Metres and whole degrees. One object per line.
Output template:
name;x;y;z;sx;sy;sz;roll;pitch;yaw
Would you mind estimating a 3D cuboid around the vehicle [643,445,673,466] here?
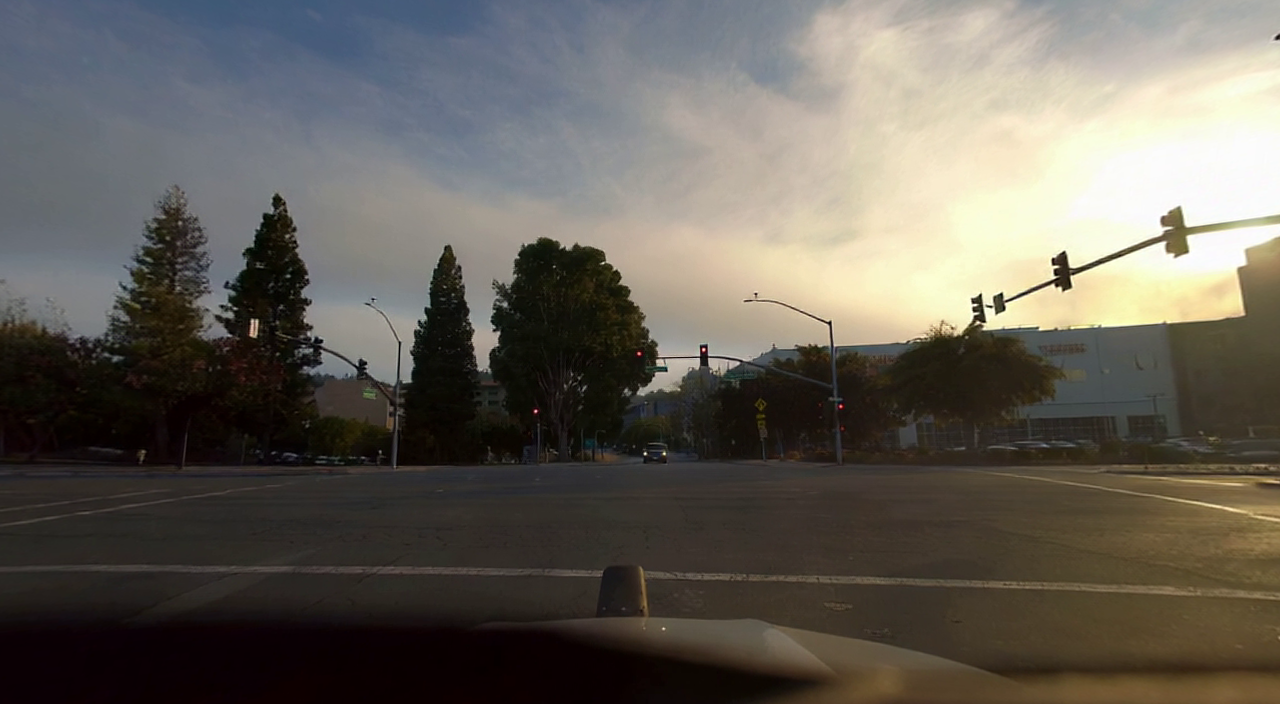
vehicle;1.275;7.630;46.454;2.132;1.449;4.235;0;-9;0
